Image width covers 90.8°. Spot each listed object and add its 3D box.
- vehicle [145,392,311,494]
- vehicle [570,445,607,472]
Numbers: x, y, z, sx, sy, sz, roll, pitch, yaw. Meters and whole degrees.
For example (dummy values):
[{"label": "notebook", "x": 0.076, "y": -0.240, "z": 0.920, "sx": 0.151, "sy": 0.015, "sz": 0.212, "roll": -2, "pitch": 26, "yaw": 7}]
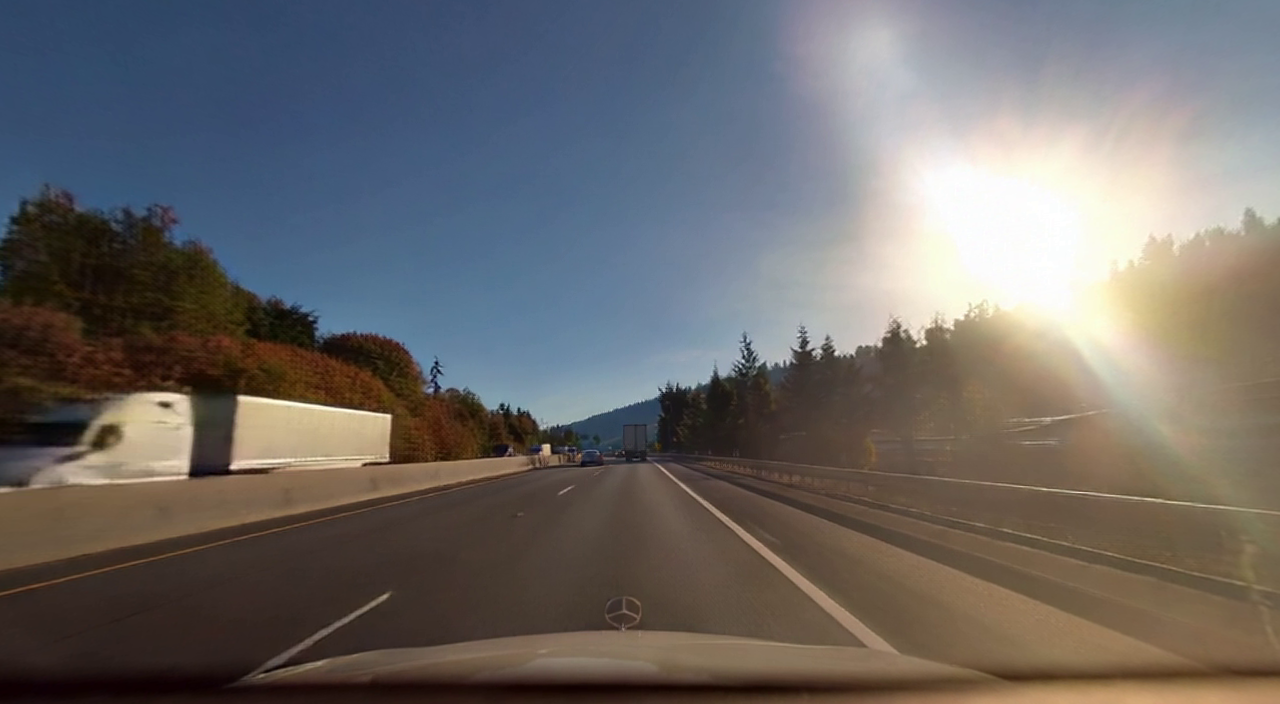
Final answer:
[{"label": "vehicle", "x": -17.236, "y": 3.916, "z": 27.032, "sx": 3.005, "sy": 3.872, "sz": 5.858, "roll": 0, "pitch": -9, "yaw": 0}, {"label": "vehicle", "x": -3.401, "y": 7.095, "z": 42.242, "sx": 2.081, "sy": 1.682, "sz": 4.425, "roll": 0, "pitch": -9, "yaw": 0}]
